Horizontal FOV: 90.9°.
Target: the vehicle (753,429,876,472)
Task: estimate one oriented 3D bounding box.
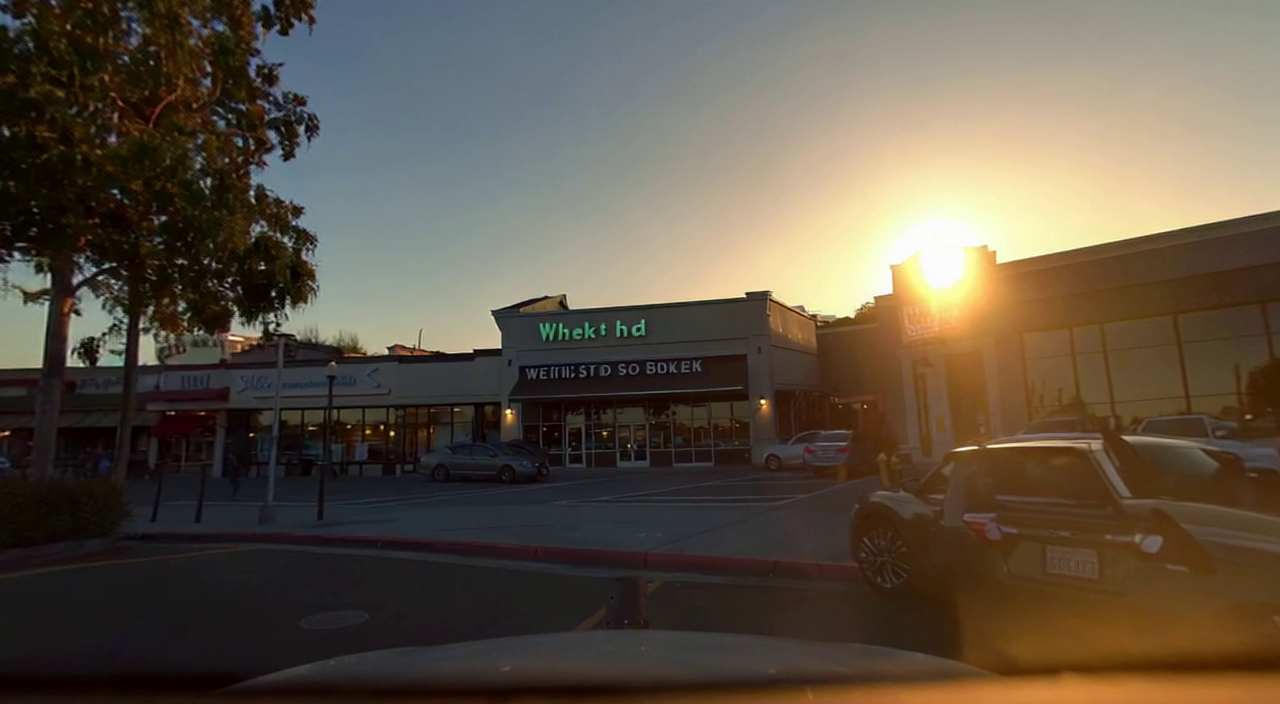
[{"bbox_3d":[7.383,4.184,26.765,4.706,1.663,1.993,-4,-9,26],"label":"vehicle"}]

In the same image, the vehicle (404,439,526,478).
[{"bbox_3d":[-7.654,4.655,27.732,4.814,1.618,1.869,-2,-9,11],"label":"vehicle"}]
